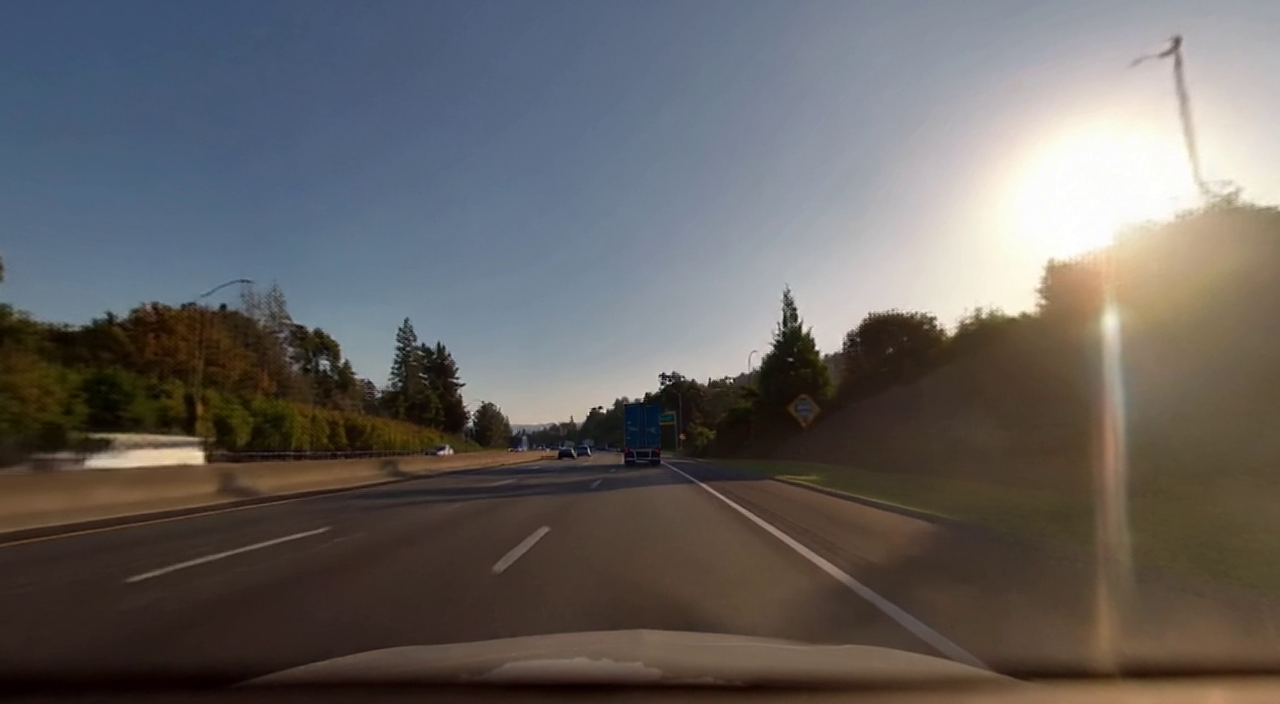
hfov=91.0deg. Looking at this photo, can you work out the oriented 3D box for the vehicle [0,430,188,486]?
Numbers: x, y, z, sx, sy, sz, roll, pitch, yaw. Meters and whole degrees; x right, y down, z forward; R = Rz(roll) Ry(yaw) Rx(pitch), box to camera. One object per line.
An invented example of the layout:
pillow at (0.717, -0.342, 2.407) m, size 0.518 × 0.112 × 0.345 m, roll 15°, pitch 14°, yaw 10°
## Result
vehicle at (-16.828, 3.296, 19.783) m, size 1.878 × 1.537 × 4.489 m, roll 0°, pitch -9°, yaw 0°
